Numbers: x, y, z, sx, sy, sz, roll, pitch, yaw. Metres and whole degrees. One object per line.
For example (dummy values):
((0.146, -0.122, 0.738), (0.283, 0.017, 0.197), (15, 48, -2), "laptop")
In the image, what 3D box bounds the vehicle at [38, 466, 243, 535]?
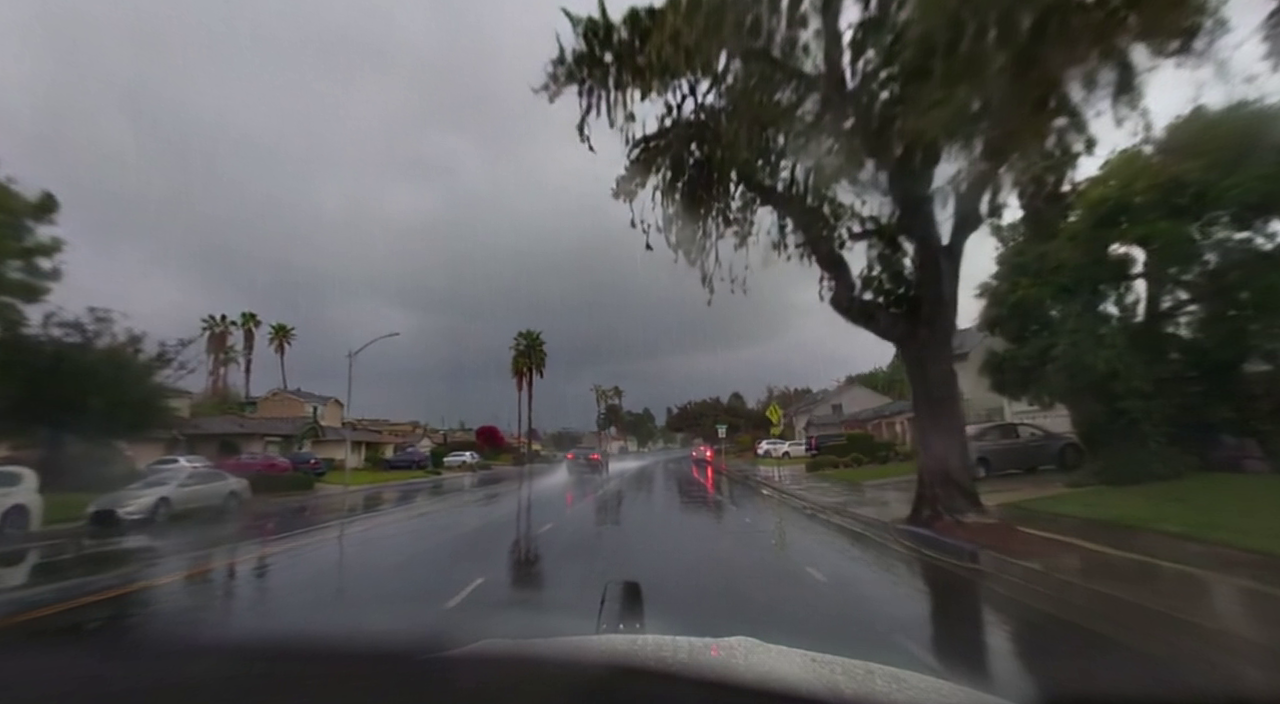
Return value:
((-13.535, 4.009, 17.591), (1.995, 1.482, 4.448), (-4, -10, 2), "vehicle")

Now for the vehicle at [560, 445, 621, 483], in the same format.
((-2.017, 4.715, 26.884), (2.035, 1.474, 4.284), (0, -9, 3), "vehicle")

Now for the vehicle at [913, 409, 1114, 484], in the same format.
((10.959, 2.843, 18.871), (4.549, 1.672, 2.008), (-6, -10, 2), "vehicle")

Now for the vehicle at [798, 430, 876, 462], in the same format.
((12.368, 5.922, 39.709), (4.531, 1.864, 2.037), (5, -10, -29), "vehicle")

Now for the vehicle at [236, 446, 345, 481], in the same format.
((-20.188, 6.468, 36.713), (4.942, 1.932, 2.247), (0, -9, -2), "vehicle")
